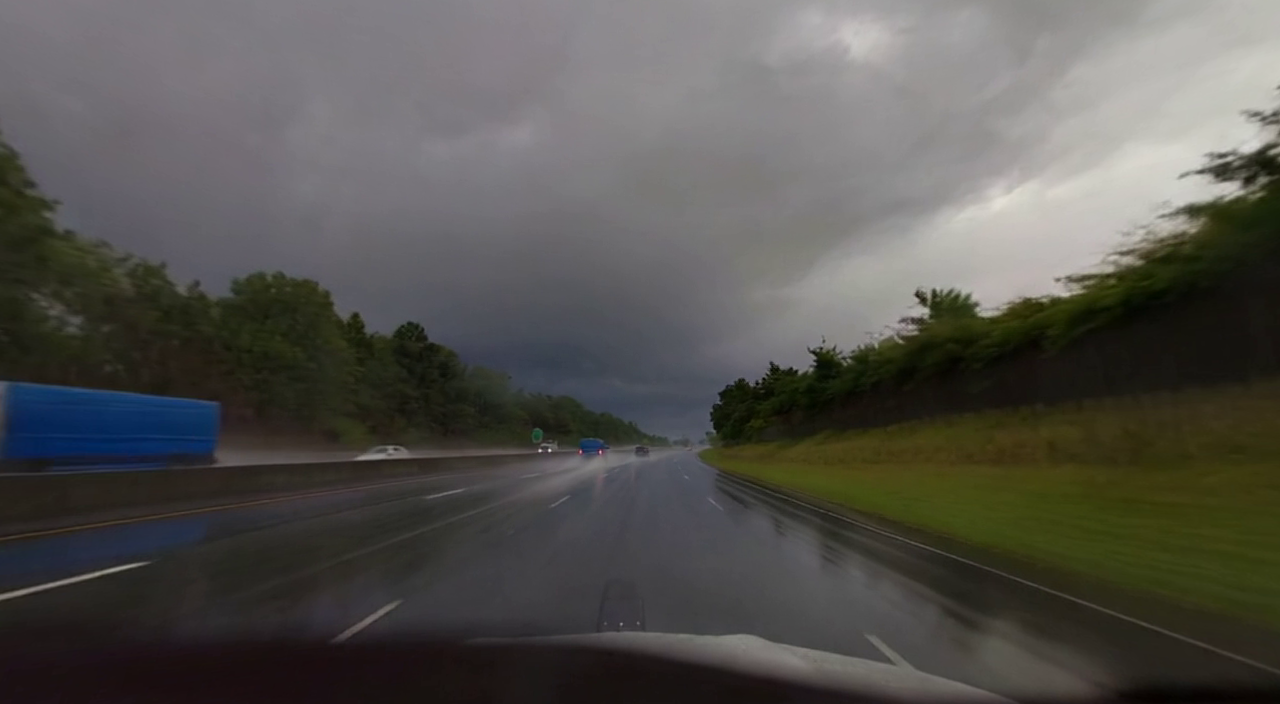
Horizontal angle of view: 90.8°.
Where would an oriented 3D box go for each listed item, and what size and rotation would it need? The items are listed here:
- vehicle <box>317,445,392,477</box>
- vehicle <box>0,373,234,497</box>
[{"bbox_3d":[-15.518,5.940,34.535,1.955,1.617,4.254,-1,-9,2],"label":"vehicle"},{"bbox_3d":[-22.915,3.509,25.808,2.918,4.113,14.054,-1,-9,2],"label":"vehicle"}]
